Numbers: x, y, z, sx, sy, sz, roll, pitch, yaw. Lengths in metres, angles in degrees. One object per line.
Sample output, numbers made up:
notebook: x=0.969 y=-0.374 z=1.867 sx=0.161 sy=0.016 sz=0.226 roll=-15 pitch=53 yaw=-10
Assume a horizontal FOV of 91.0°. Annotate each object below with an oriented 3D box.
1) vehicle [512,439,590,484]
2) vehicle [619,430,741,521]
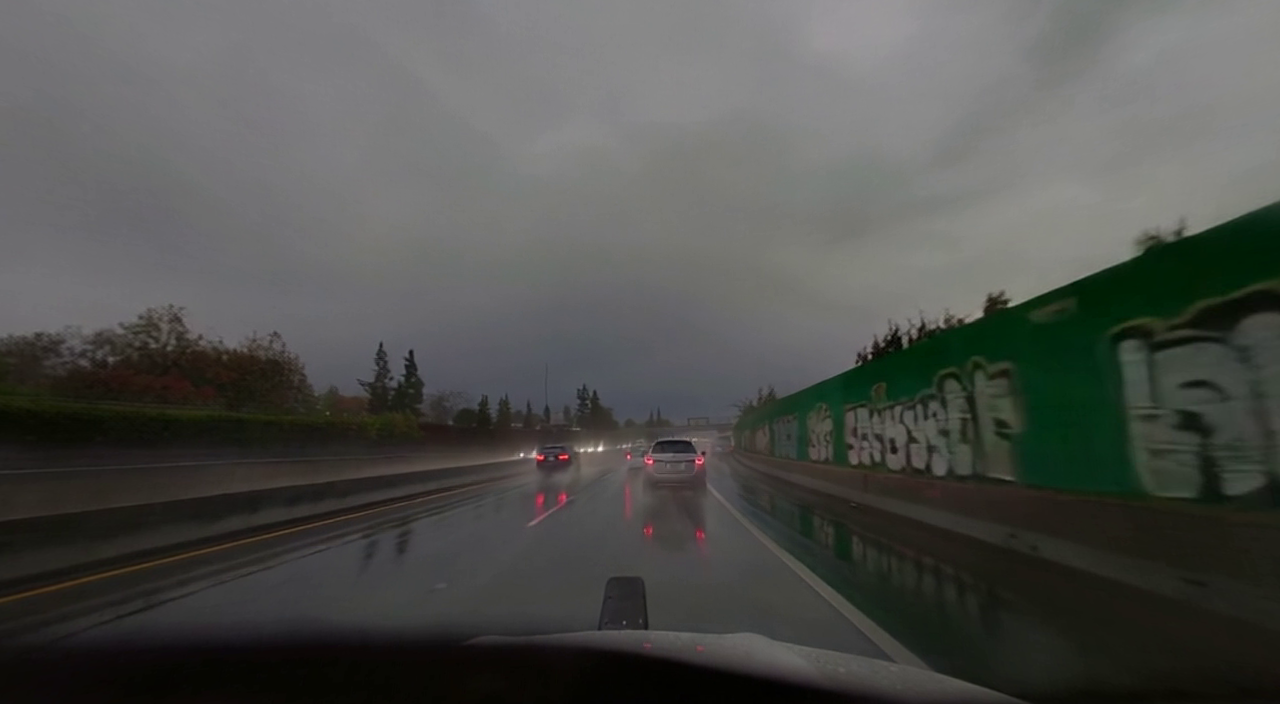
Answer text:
vehicle: x=-3.148 y=3.976 z=23.196 sx=2.059 sy=1.471 sz=4.152 roll=0 pitch=-8 yaw=3
vehicle: x=0.743 y=2.388 z=12.747 sx=2.077 sy=1.533 sz=3.854 roll=0 pitch=-8 yaw=2
